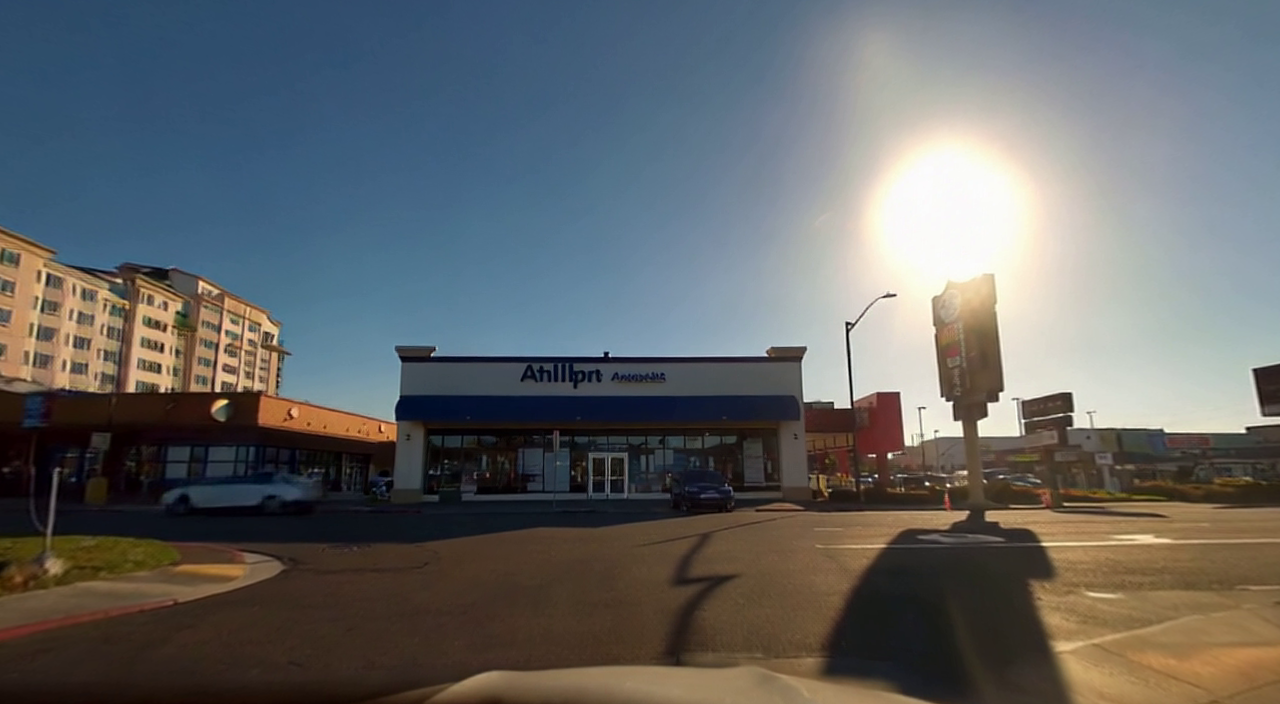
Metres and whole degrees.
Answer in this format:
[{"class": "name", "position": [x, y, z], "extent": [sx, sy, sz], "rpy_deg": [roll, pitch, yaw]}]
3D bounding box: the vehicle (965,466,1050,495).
[{"class": "vehicle", "position": [25.856, 9.024, 44.553], "extent": [4.838, 1.799, 1.914], "rpy_deg": [-7, -11, 39]}]

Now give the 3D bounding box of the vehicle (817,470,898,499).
[{"class": "vehicle", "position": [13.077, 7.973, 38.255], "extent": [1.791, 1.453, 4.593], "rpy_deg": [5, -10, -29]}]

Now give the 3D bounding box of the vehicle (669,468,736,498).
[{"class": "vehicle", "position": [3.698, 7.916, 38.446], "extent": [1.812, 1.468, 4.519], "rpy_deg": [5, -10, -28]}]

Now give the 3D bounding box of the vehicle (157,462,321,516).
[{"class": "vehicle", "position": [-13.006, 4.445, 20.714], "extent": [4.073, 1.609, 1.813], "rpy_deg": [1, -9, -4]}]
